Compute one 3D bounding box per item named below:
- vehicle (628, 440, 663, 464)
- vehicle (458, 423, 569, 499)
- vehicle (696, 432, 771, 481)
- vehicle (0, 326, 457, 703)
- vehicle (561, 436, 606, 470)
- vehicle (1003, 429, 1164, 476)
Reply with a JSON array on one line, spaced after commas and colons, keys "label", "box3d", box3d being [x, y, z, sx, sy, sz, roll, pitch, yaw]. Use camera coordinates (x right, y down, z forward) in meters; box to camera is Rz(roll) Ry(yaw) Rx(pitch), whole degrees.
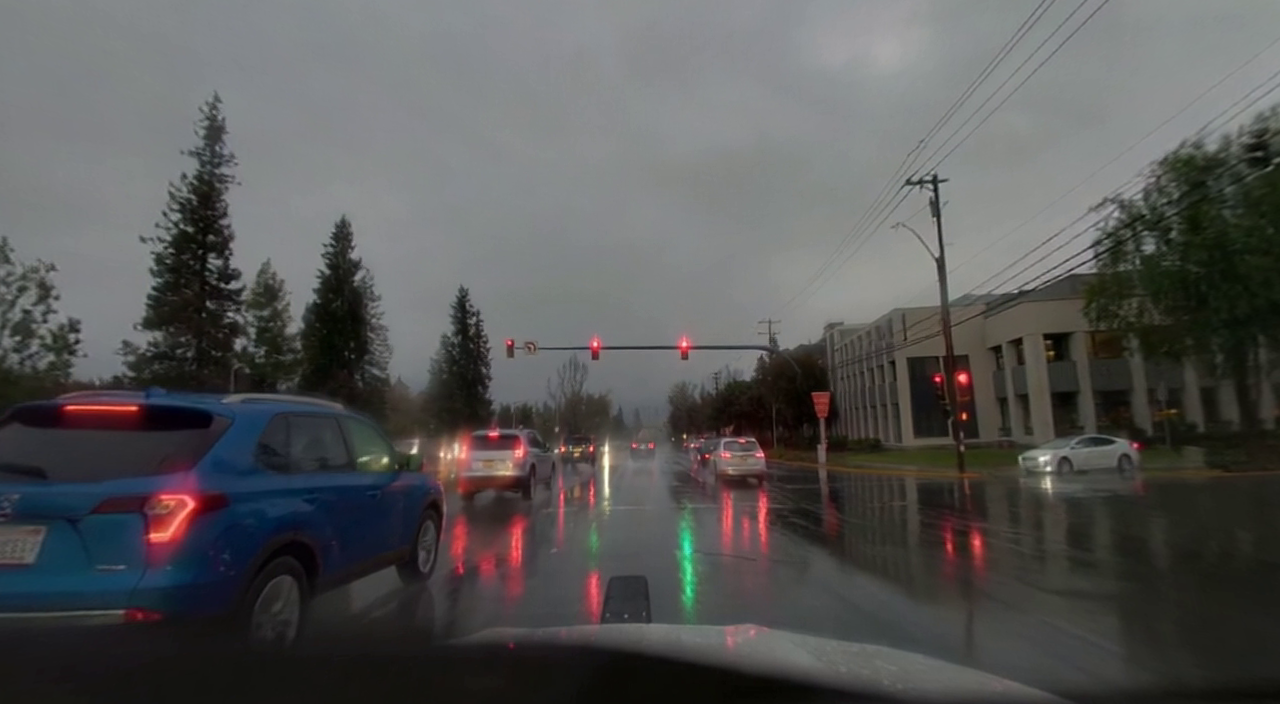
[{"label": "vehicle", "box3d": [0.362, 6.642, 41.849, 2.185, 1.515, 4.215, 0, -8, 1]}, {"label": "vehicle", "box3d": [-3.179, 2.848, 16.799, 1.958, 1.744, 4.315, 0, -8, 2]}, {"label": "vehicle", "box3d": [3.529, 4.086, 24.803, 2.201, 1.734, 4.564, 0, -8, -1]}, {"label": "vehicle", "box3d": [-3.079, 1.079, 4.587, 2.127, 1.754, 4.287, 0, -8, 1]}, {"label": "vehicle", "box3d": [-2.915, 5.290, 33.250, 1.900, 1.677, 4.128, 0, -8, 2]}, {"label": "vehicle", "box3d": [15.643, 3.581, 22.501, 4.119, 1.574, 2.028, -1, -9, 10]}]
